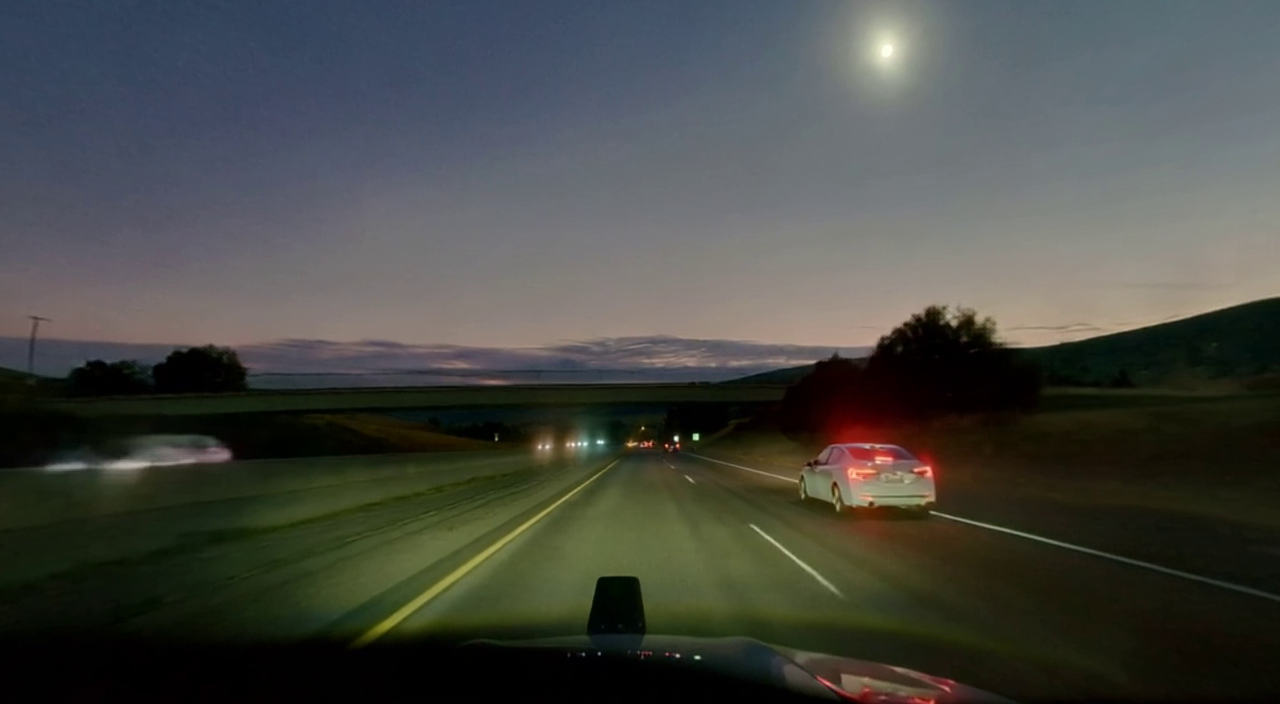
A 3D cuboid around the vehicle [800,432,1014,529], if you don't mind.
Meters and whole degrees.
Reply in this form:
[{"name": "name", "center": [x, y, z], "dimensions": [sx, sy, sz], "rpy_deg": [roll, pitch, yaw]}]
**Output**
[{"name": "vehicle", "center": [4.780, 2.348, 12.245], "dimensions": [2.027, 1.487, 4.718], "rpy_deg": [0, -8, -1]}]
